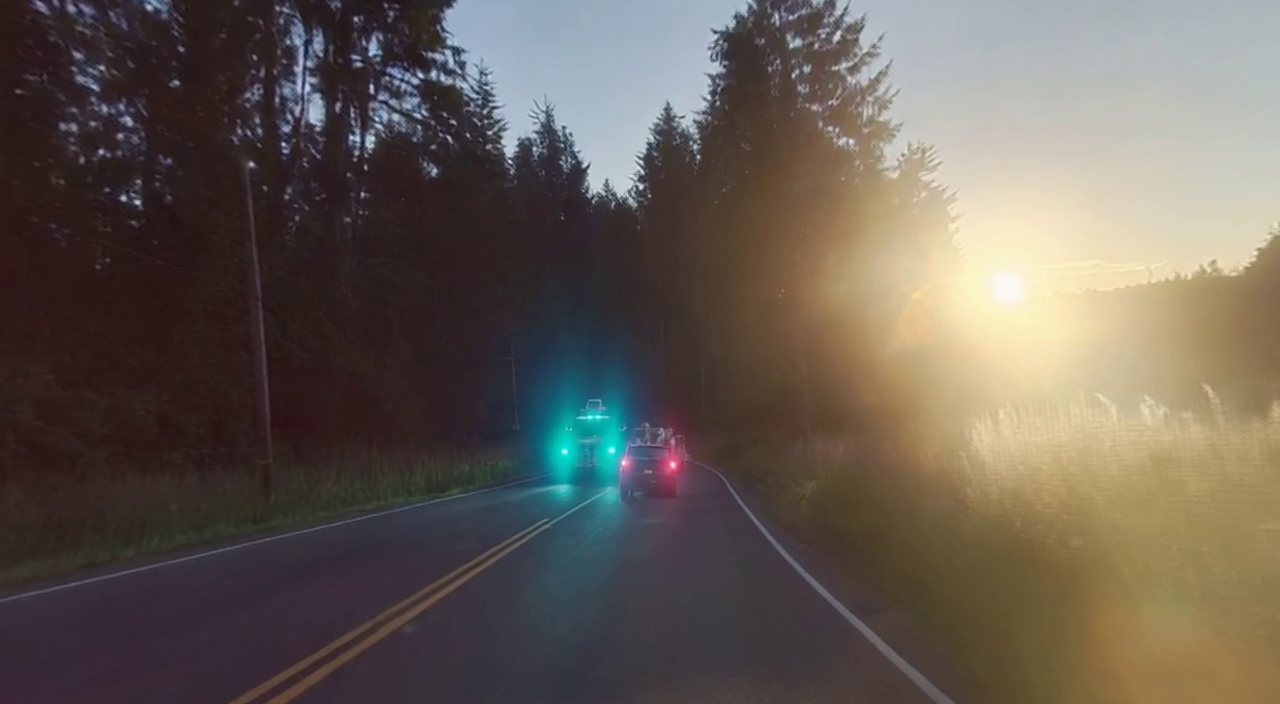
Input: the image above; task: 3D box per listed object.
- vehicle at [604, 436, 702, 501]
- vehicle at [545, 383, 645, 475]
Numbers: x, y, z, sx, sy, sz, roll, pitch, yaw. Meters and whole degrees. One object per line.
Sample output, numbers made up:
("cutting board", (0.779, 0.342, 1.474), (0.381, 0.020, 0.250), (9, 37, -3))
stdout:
("vehicle", (0.392, 2.947, 16.397), (2.196, 1.465, 4.294), (0, -8, 3))
("vehicle", (-2.538, 4.410, 34.618), (4.788, 4.368, 6.529), (3, -11, -6))
